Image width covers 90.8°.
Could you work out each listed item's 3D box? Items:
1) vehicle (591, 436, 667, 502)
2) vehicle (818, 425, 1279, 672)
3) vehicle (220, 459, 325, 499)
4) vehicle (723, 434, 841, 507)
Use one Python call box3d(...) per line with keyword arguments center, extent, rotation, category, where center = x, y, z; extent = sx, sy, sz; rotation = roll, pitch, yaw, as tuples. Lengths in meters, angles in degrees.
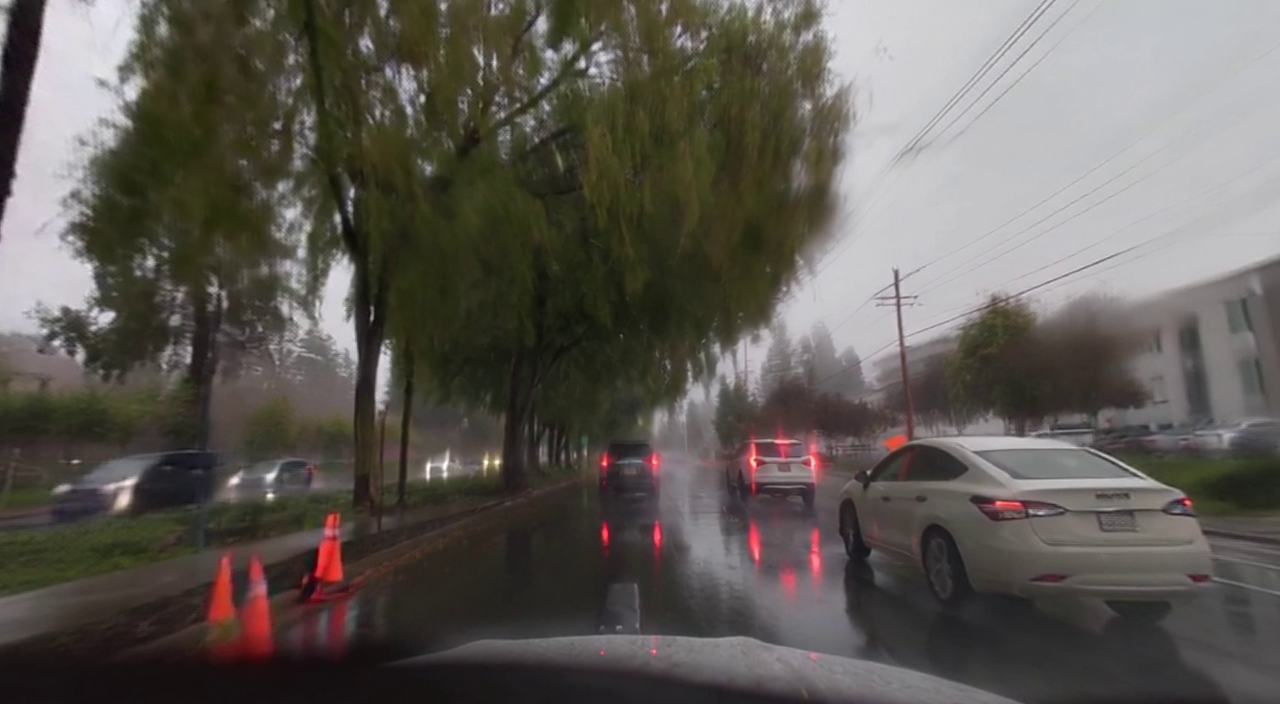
box3d(center=(-0.313, 3.434, 19.022), extent=(2.050, 1.745, 3.915), rotation=(-1, -8, 0), category="vehicle")
box3d(center=(3.425, 1.514, 6.166), extent=(1.977, 1.460, 4.565), rotation=(0, -8, -1), category="vehicle")
box3d(center=(-16.226, 5.606, 28.244), extent=(1.973, 1.457, 4.564), rotation=(-1, -8, 0), category="vehicle")
box3d(center=(3.783, 3.240, 17.851), extent=(2.116, 1.726, 4.672), rotation=(0, -8, -2), category="vehicle")
